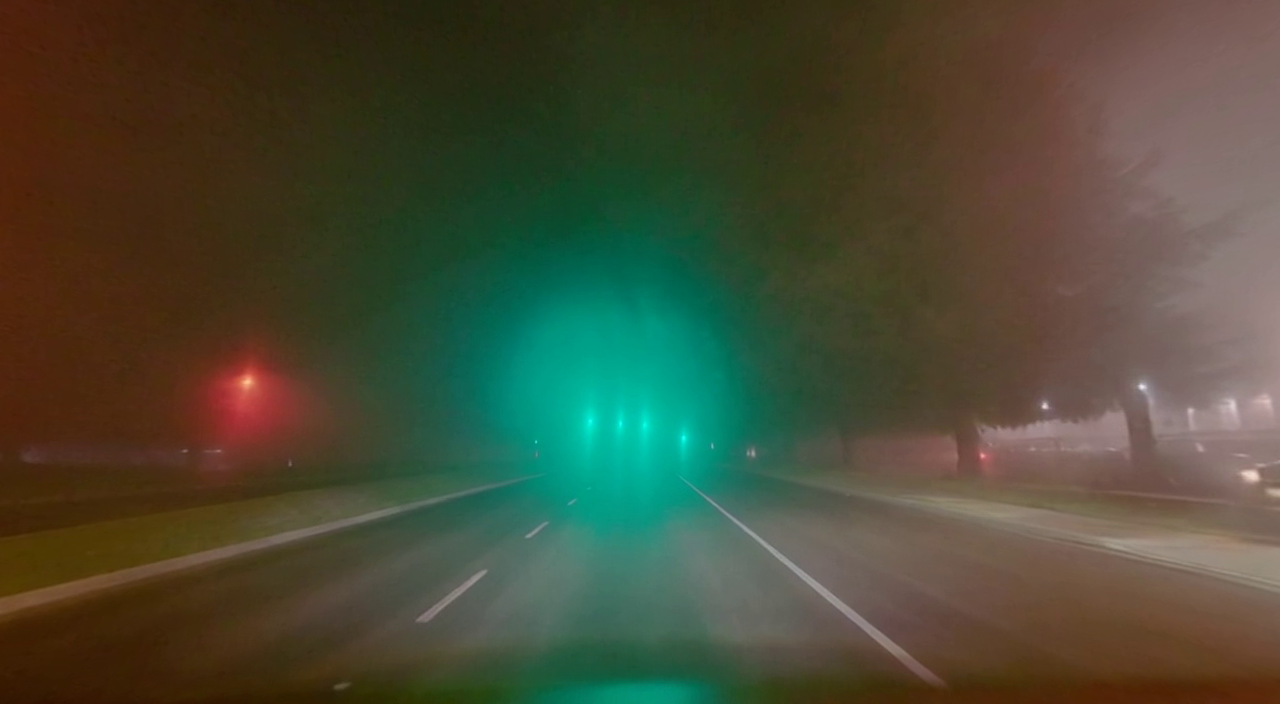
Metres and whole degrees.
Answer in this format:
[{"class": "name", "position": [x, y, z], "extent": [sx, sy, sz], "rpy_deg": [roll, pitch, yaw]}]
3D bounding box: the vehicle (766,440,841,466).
[{"class": "vehicle", "position": [11.638, 7.232, 45.115], "extent": [4.721, 1.796, 2.413], "rpy_deg": [0, -8, 0]}]
